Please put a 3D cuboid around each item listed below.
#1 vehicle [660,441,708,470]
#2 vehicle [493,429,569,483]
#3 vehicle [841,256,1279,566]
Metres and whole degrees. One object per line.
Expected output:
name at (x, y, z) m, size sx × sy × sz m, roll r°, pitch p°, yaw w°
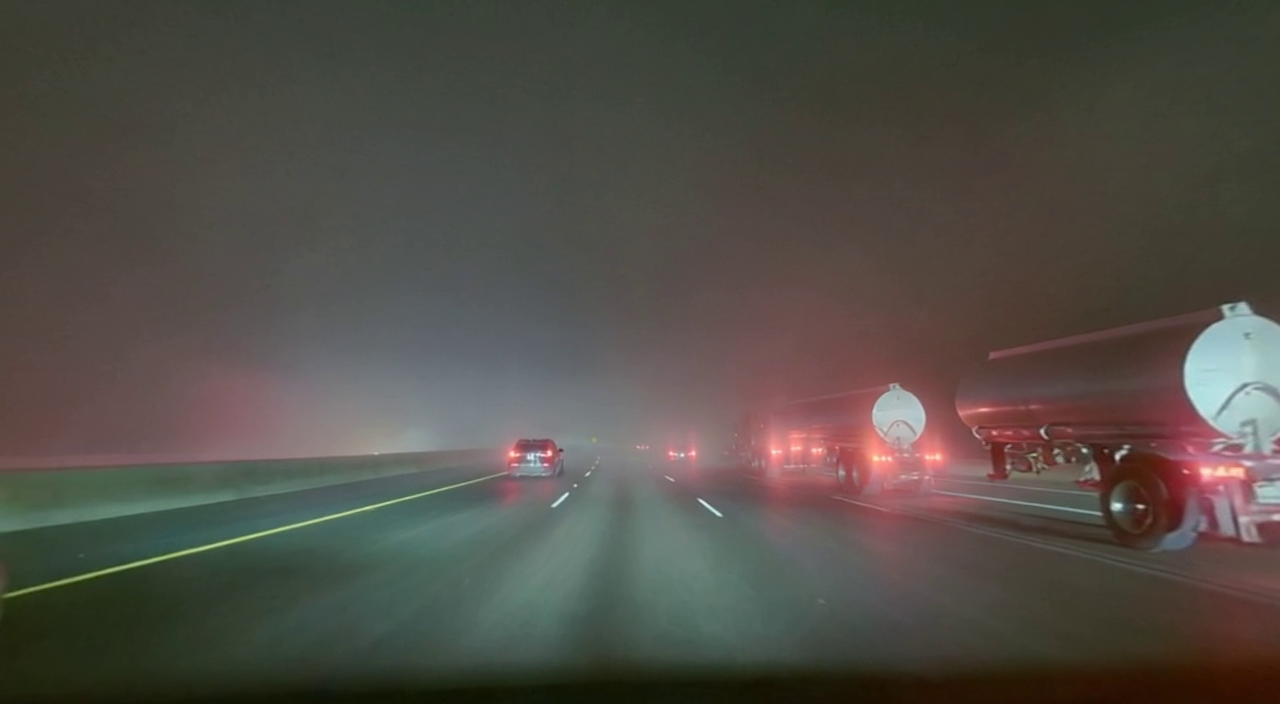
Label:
vehicle at (2.398, 5.820, 35.770) m, size 2.053 × 1.510 × 4.400 m, roll 1°, pitch -9°, yaw -4°
vehicle at (-3.965, 3.883, 23.840) m, size 2.149 × 1.843 × 4.348 m, roll 0°, pitch -9°, yaw -1°
vehicle at (7.477, 1.385, 12.412) m, size 3.554 × 3.573 × 10.307 m, roll 0°, pitch -9°, yaw -1°
